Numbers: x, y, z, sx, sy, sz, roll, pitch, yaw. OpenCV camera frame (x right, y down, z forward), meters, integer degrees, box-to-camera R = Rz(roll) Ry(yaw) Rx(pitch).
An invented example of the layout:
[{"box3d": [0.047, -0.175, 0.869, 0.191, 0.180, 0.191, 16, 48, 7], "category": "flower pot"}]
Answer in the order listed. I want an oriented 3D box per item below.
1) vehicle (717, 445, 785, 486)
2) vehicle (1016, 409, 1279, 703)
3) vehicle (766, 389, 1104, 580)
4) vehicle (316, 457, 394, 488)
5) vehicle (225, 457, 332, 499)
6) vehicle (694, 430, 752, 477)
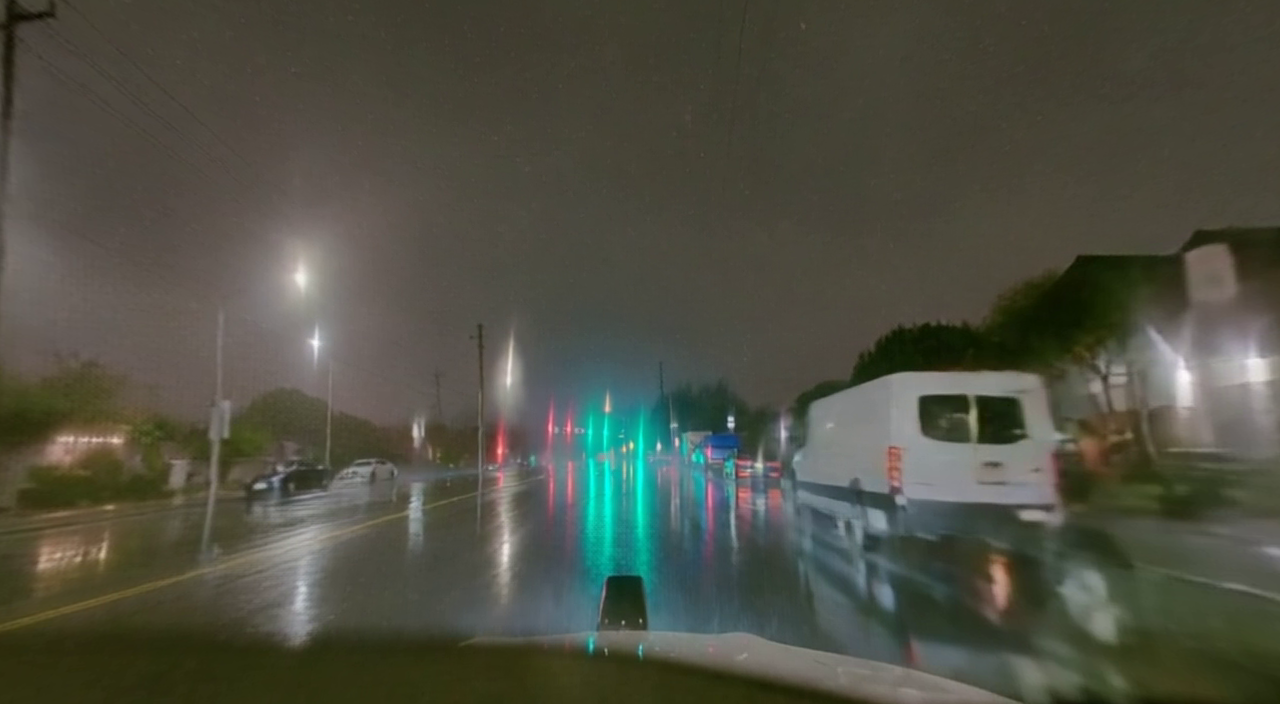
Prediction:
[{"box3d": [4.280, 4.425, 24.883, 1.804, 1.432, 4.594, 0, -8, 0], "category": "vehicle"}, {"box3d": [3.620, 0.914, 2.150, 1.830, 1.484, 4.639, 0, -8, 1], "category": "vehicle"}, {"box3d": [3.740, 1.864, 9.816, 2.372, 2.008, 6.181, 0, -8, 1], "category": "vehicle"}, {"box3d": [-15.231, 6.455, 33.857, 1.944, 1.454, 4.581, 0, -8, 2], "category": "vehicle"}, {"box3d": [-15.135, 5.253, 26.596, 1.992, 1.517, 4.426, 0, -8, -2], "category": "vehicle"}, {"box3d": [4.177, 5.251, 32.720, 2.293, 2.171, 5.871, 0, -8, 1], "category": "vehicle"}]
